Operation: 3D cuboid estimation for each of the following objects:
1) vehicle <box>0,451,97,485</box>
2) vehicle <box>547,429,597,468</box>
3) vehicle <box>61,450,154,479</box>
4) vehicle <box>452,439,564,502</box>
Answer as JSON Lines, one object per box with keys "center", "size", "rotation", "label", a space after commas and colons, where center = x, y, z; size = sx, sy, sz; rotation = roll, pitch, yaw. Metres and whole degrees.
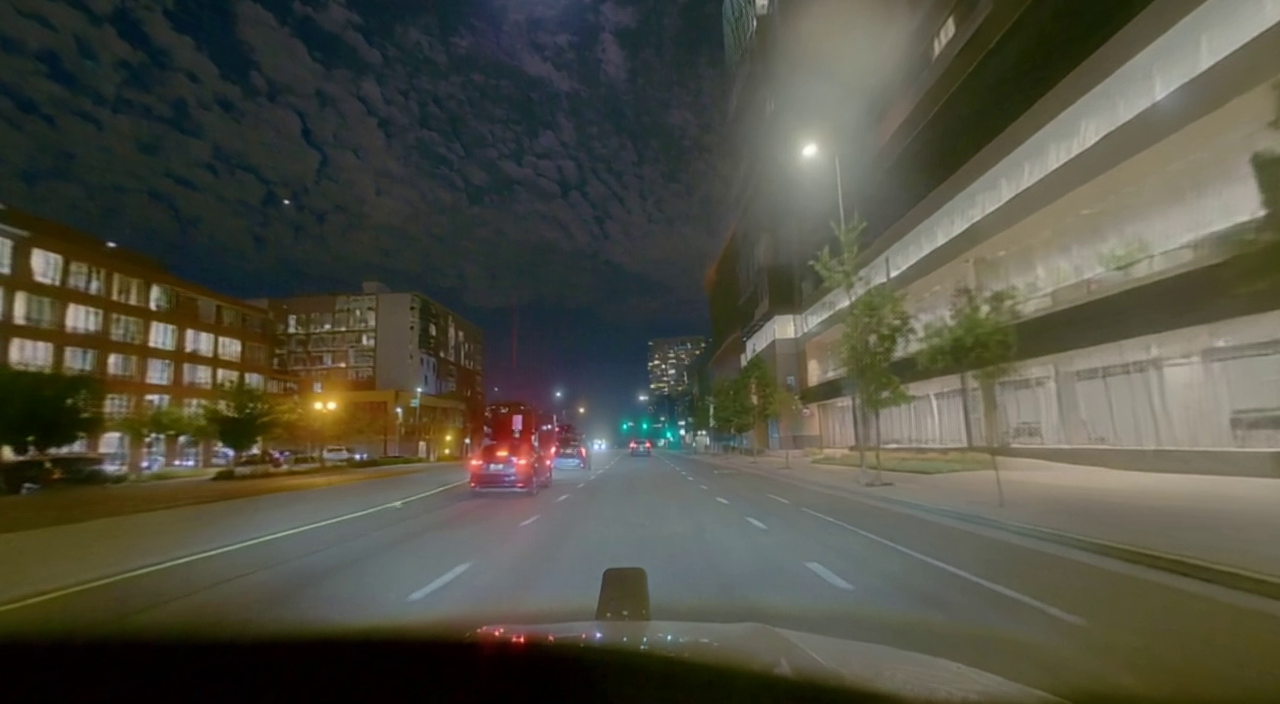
{"center": [-37.044, 7.075, 38.637], "size": [5.538, 1.947, 2.165], "rotation": [-1, -9, 4], "label": "vehicle"}
{"center": [-3.586, 5.243, 34.279], "size": [2.152, 1.987, 4.527], "rotation": [0, -9, 1], "label": "vehicle"}
{"center": [-37.148, 7.834, 44.061], "size": [4.402, 1.868, 2.071], "rotation": [0, -9, -4], "label": "vehicle"}
{"center": [-3.261, 3.027, 16.508], "size": [1.959, 1.406, 4.272], "rotation": [0, -9, 0], "label": "vehicle"}
